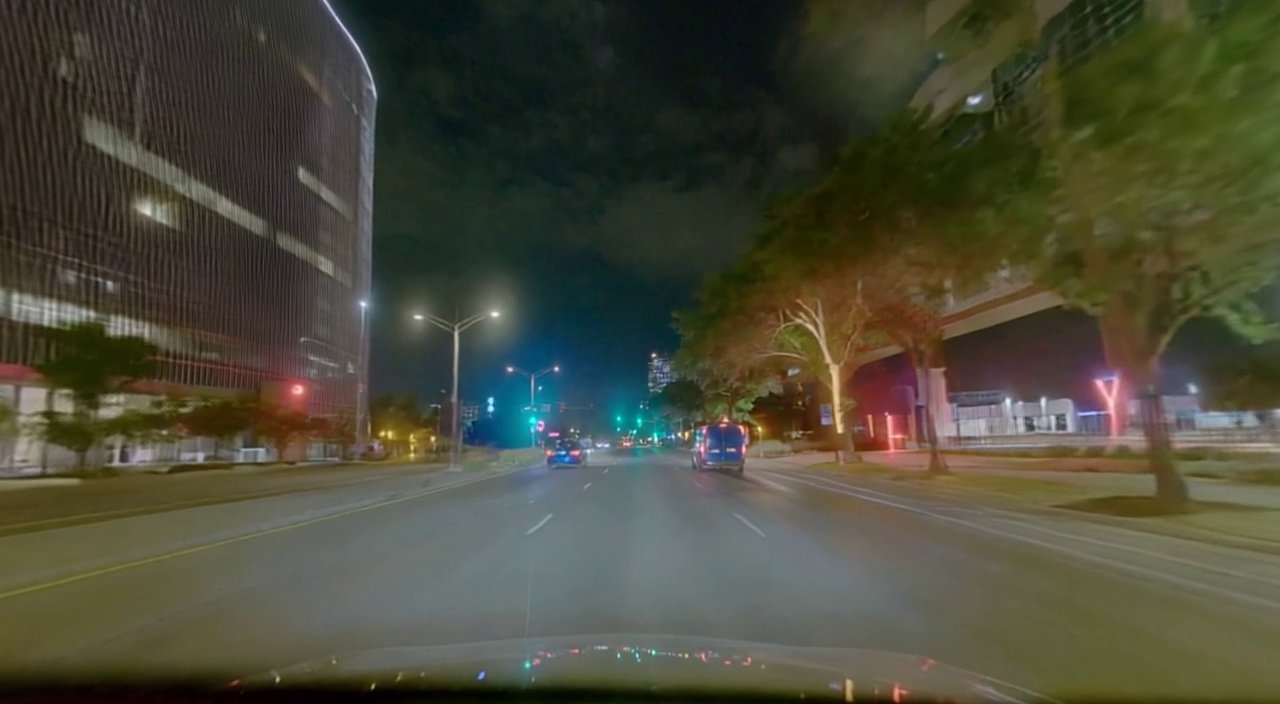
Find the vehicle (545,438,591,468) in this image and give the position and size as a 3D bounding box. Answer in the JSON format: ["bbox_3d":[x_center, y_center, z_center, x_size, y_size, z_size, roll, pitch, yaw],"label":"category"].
[{"bbox_3d":[-3.705,5.273,33.147,1.864,1.464,4.195,0,-8,1],"label":"vehicle"}]

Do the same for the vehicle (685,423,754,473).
[{"bbox_3d":[3.270,4.102,27.022,2.200,1.914,5.145,0,-8,-1],"label":"vehicle"}]
